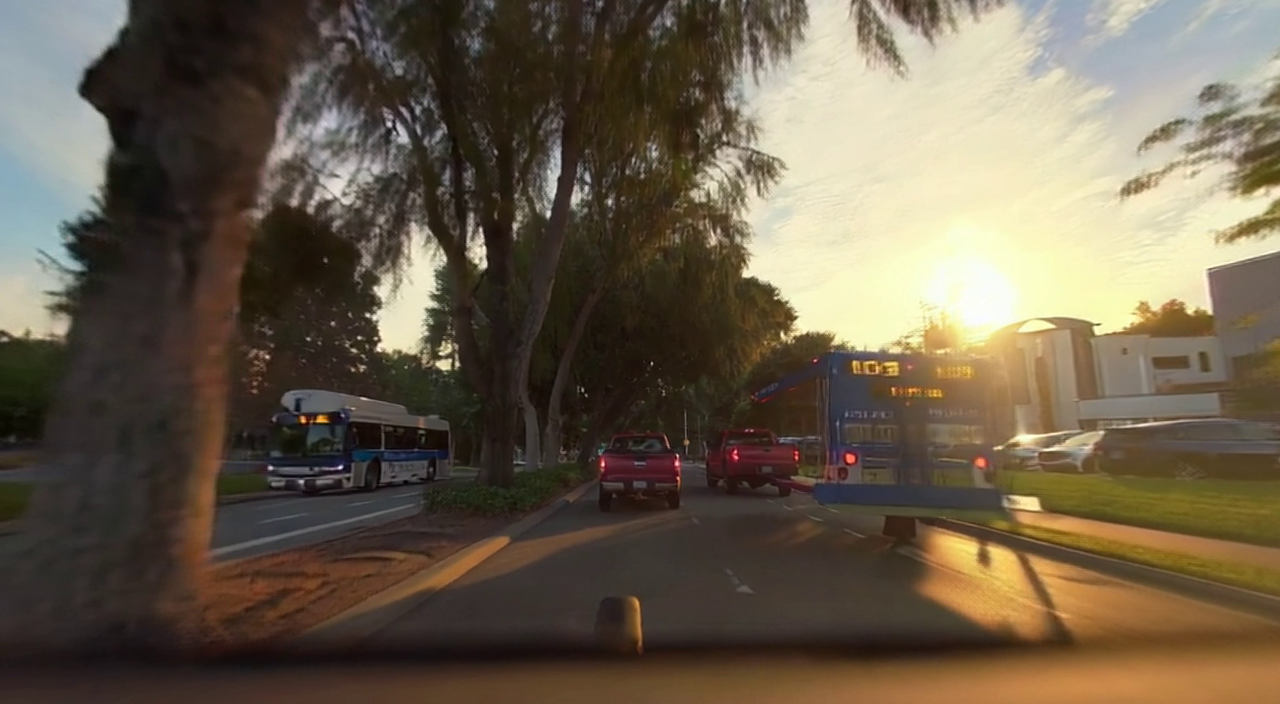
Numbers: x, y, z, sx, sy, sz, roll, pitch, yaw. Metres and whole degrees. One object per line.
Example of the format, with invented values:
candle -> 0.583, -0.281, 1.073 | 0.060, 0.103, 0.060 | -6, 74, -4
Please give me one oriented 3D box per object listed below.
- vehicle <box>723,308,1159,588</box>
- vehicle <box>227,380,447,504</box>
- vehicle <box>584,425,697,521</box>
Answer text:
vehicle -> 3.951, 1.795, 12.196 | 3.088, 3.057, 10.503 | 0, -9, -1
vehicle -> -11.816, 3.859, 27.014 | 2.996, 4.022, 12.692 | 0, -9, 0
vehicle -> -0.003, 2.758, 15.032 | 2.157, 1.816, 5.804 | 0, -9, 0
